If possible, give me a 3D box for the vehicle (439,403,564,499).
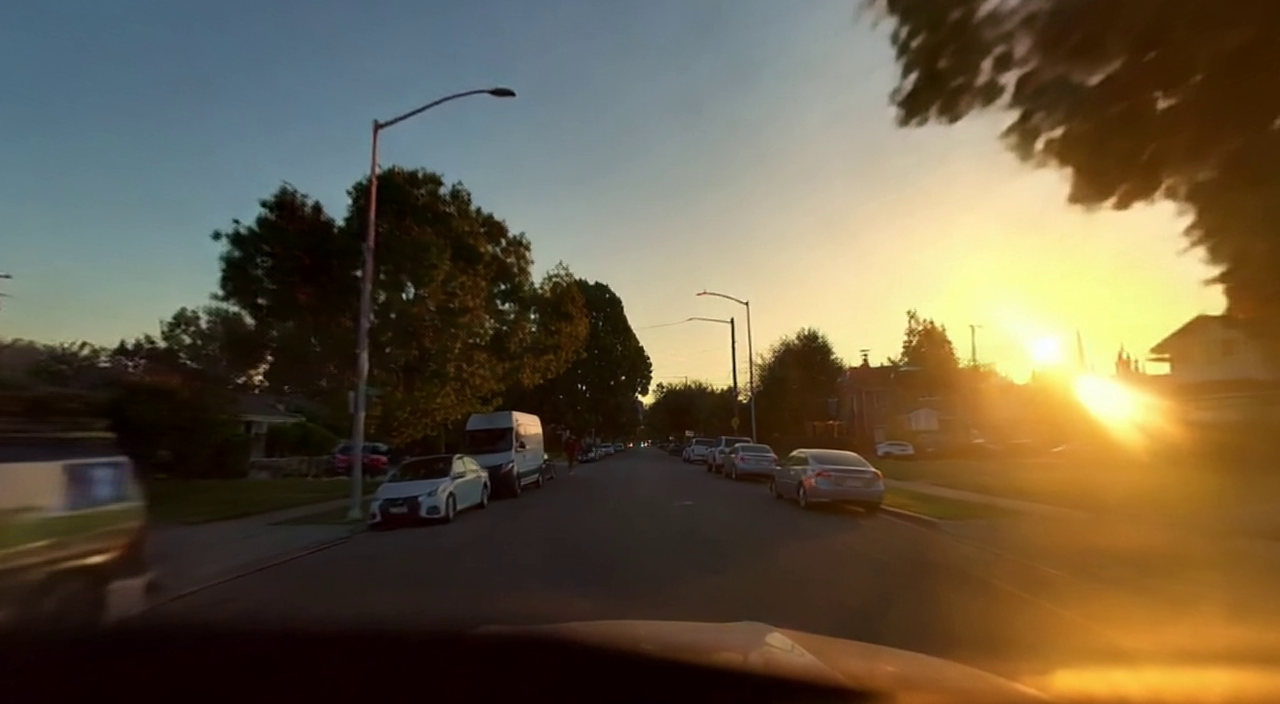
[{"bbox_3d":[-4.388,3.278,21.097,2.470,2.613,5.989,-4,-8,4],"label":"vehicle"}]

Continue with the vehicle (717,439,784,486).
[{"bbox_3d":[4.145,4.178,24.211,1.839,1.520,4.498,3,-8,1],"label":"vehicle"}]

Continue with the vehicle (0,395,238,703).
[{"bbox_3d":[-4.667,1.087,2.864,2.154,1.796,5.294,-2,-8,0],"label":"vehicle"}]

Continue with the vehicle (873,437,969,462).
[{"bbox_3d":[16.614,5.785,37.334,4.700,1.440,2.058,0,-8,3],"label":"vehicle"}]

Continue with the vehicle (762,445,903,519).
[{"bbox_3d":[4.196,2.864,14.458,1.846,1.351,4.272,2,-8,-1],"label":"vehicle"}]

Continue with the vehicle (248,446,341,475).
[{"bbox_3d":[-19.246,6.052,35.102,4.126,1.545,1.830,0,-8,1],"label":"vehicle"}]

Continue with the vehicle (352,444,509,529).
[{"bbox_3d":[-4.746,3.056,15.083,2.023,1.568,4.942,-3,-8,1],"label":"vehicle"}]

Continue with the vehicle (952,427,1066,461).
[{"bbox_3d":[22.020,5.516,37.635,5.271,1.913,2.466,0,-8,1],"label":"vehicle"}]
